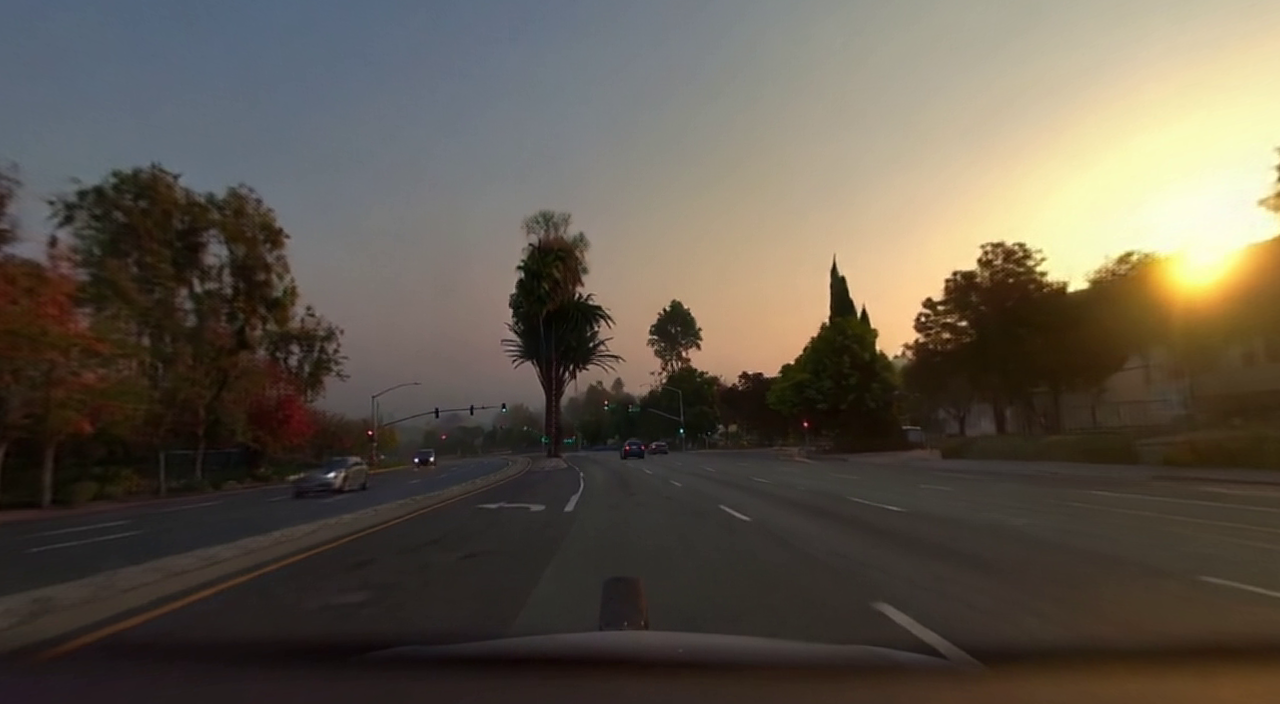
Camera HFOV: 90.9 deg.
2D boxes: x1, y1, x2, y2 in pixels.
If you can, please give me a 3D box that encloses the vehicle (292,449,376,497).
[{"bbox_3d":[-14.258,5.603,29.657,2.124,1.844,4.520,-4,-8,-6],"label":"vehicle"}]
